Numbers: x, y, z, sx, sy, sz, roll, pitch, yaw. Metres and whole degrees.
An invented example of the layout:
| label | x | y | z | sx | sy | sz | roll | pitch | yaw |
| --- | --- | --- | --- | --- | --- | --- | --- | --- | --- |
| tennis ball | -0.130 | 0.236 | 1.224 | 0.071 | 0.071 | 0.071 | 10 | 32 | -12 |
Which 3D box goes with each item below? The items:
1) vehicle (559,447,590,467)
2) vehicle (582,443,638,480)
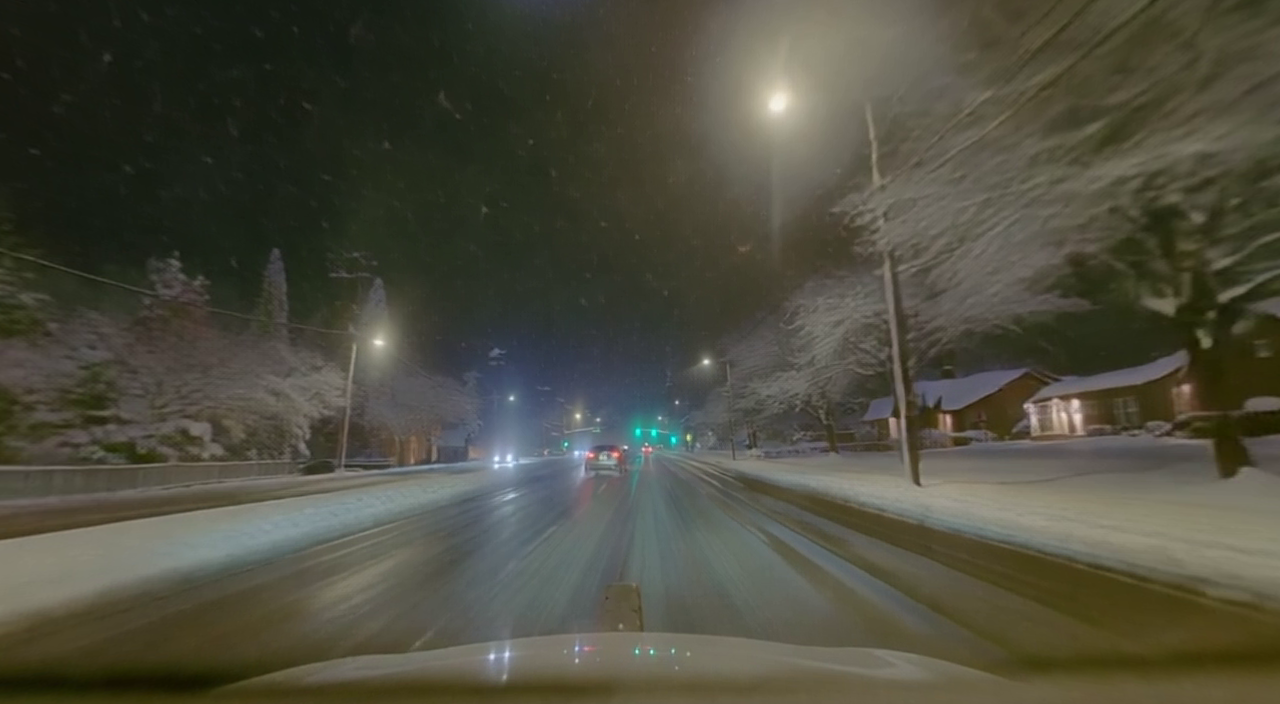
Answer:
| label | x | y | z | sx | sy | sz | roll | pitch | yaw |
| --- | --- | --- | --- | --- | --- | --- | --- | --- | --- |
| vehicle | -5.006 | 8.071 | 48.688 | 2.014 | 1.472 | 4.357 | 0 | -9 | -2 |
| vehicle | -1.274 | 4.971 | 28.783 | 2.106 | 1.517 | 4.375 | -1 | -9 | 3 |
